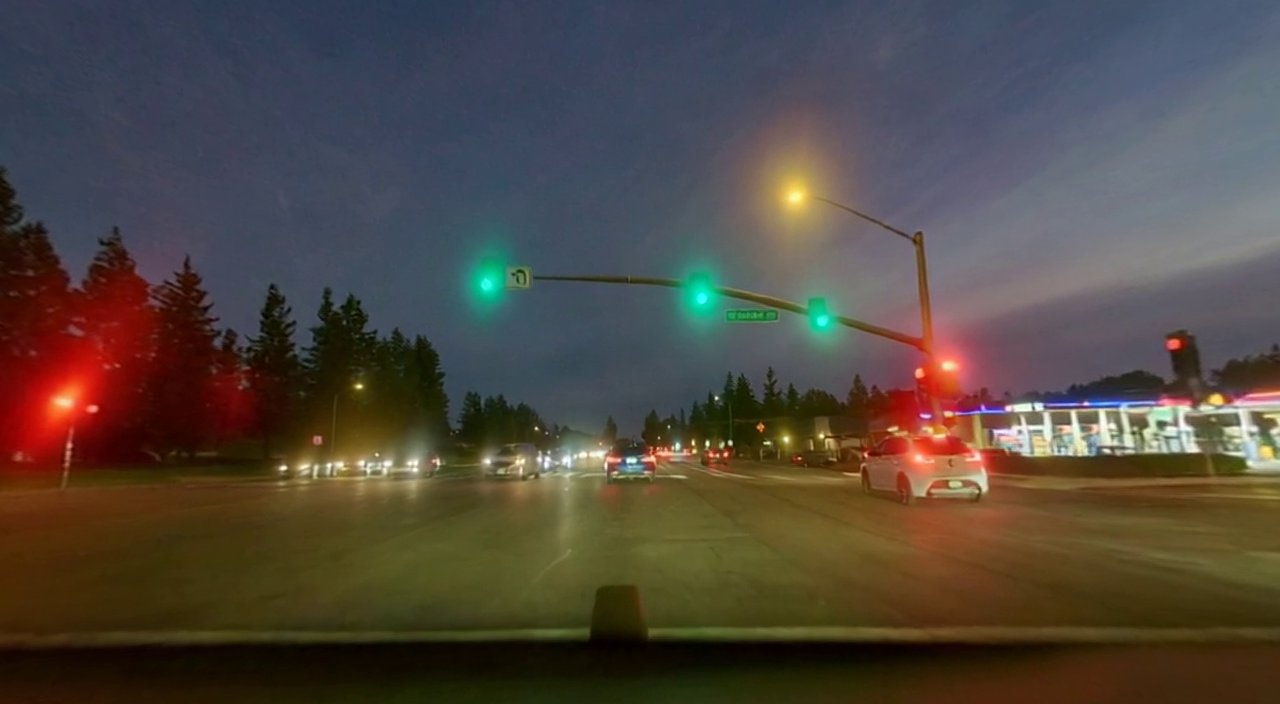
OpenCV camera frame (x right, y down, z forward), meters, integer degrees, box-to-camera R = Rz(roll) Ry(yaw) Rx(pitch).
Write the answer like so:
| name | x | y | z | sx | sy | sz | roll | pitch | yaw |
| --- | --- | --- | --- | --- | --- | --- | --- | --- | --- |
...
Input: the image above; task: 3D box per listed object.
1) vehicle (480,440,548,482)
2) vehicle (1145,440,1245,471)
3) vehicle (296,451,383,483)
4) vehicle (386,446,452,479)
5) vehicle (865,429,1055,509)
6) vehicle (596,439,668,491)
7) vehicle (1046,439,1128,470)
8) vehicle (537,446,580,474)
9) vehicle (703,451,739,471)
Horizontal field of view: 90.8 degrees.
| name | x | y | z | sx | sy | sz | roll | pitch | yaw |
| --- | --- | --- | --- | --- | --- | --- | --- | --- | --- |
| vehicle | -5.483 | 4.796 | 28.100 | 1.990 | 1.673 | 4.436 | 0 | -9 | 1 |
| vehicle | 27.720 | 5.154 | 31.555 | 4.512 | 1.468 | 1.909 | 4 | -9 | -24 |
| vehicle | -14.845 | 5.670 | 31.543 | 2.001 | 1.463 | 4.673 | 0 | -9 | 0 |
| vehicle | -11.822 | 5.919 | 34.077 | 1.944 | 1.647 | 4.395 | 0 | -9 | 0 |
| vehicle | 6.800 | 2.535 | 14.101 | 1.890 | 1.489 | 4.396 | 0 | -9 | -1 |
| vehicle | -0.273 | 3.509 | 19.856 | 2.040 | 1.451 | 3.736 | 0 | -9 | -1 |
| vehicle | 26.000 | 5.963 | 36.751 | 4.246 | 1.686 | 1.910 | 4 | -10 | -25 |
| vehicle | -5.209 | 6.987 | 41.024 | 2.137 | 1.685 | 4.587 | 0 | -9 | 0 |
| vehicle | 6.322 | 8.558 | 49.749 | 2.143 | 1.508 | 4.274 | 0 | -9 | -2 |
